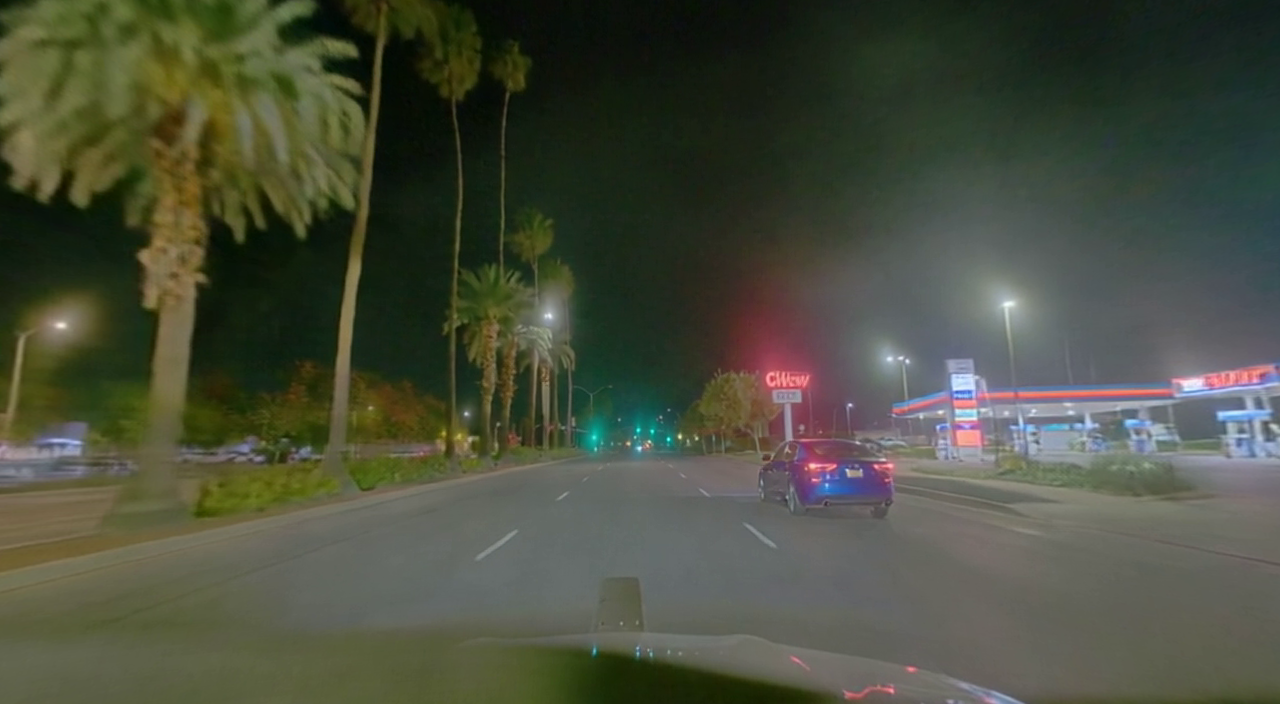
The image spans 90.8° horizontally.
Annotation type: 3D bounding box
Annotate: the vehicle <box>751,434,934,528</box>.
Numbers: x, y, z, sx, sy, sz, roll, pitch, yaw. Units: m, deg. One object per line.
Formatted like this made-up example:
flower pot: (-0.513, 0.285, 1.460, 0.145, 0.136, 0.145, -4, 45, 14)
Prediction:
vehicle: (3.508, 2.307, 11.933, 1.978, 1.442, 4.262, 0, -8, -1)
